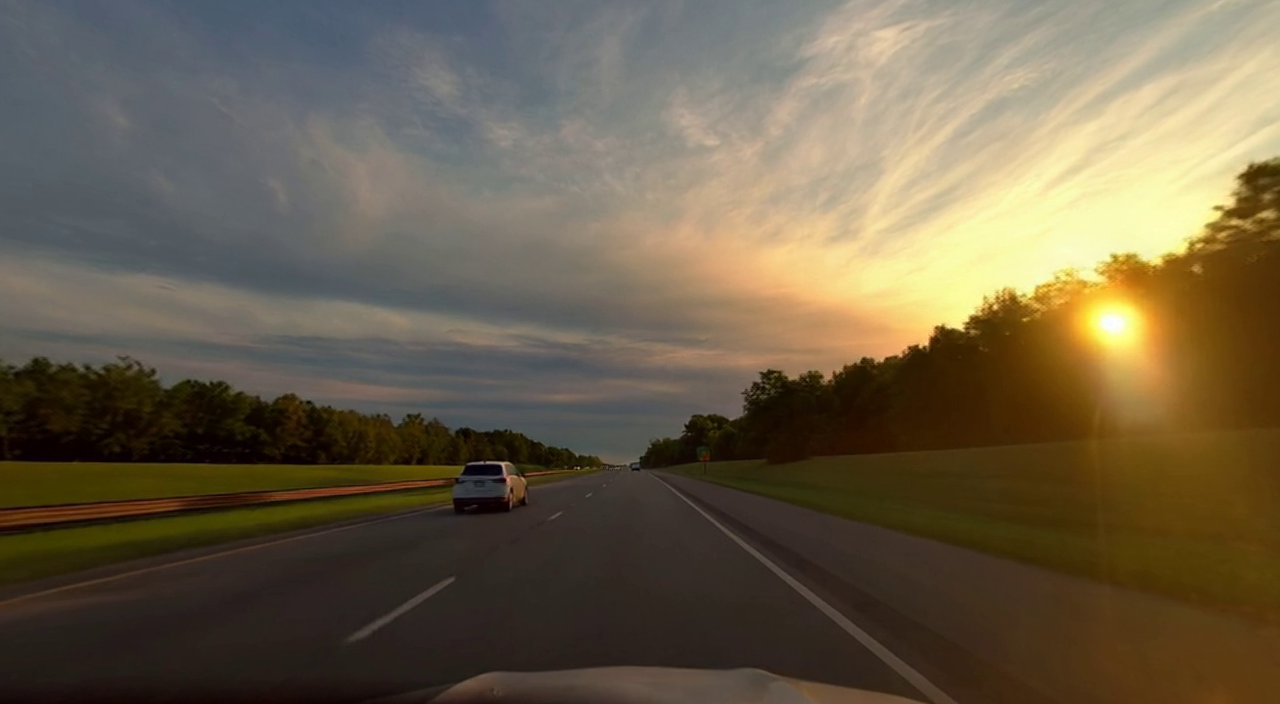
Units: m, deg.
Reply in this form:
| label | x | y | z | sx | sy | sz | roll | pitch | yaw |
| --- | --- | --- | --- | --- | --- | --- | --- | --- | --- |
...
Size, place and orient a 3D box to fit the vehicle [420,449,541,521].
| label | x | y | z | sx | sy | sz | roll | pitch | yaw |
| --- | --- | --- | --- | --- | --- | --- | --- | --- | --- |
| vehicle | -4.005 | 3.463 | 16.770 | 1.928 | 1.593 | 4.871 | 1 | -10 | 0 |
